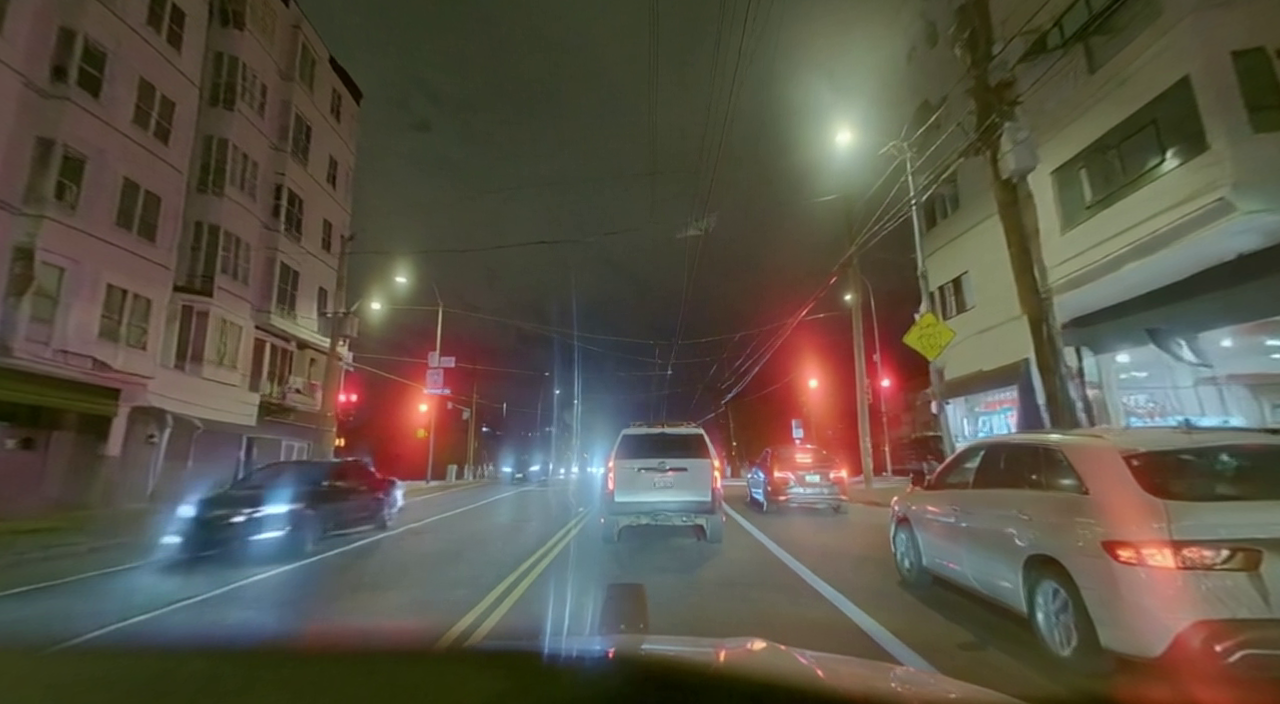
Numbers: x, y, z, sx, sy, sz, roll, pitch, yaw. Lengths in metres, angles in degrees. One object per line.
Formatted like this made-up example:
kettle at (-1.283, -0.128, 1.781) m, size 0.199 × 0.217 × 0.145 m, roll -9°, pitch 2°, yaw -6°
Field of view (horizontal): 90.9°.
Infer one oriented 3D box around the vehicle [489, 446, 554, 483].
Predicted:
vehicle at (-5.374, 5.167, 29.204) m, size 2.014 × 1.538 × 4.275 m, roll -1°, pitch -8°, yaw 2°

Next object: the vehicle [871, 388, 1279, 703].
vehicle at (3.382, 1.226, 4.571) m, size 1.906 × 1.578 × 4.020 m, roll 0°, pitch -8°, yaw 1°

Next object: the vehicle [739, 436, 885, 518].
vehicle at (3.437, 2.578, 13.521) m, size 1.970 × 1.452 × 4.227 m, roll 0°, pitch -8°, yaw 1°

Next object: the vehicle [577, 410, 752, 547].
vehicle at (0.310, 1.917, 10.153) m, size 2.232 × 1.736 × 4.036 m, roll 0°, pitch -8°, yaw 0°

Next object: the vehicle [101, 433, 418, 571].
vehicle at (-5.599, 2.227, 10.270) m, size 2.215 × 1.703 × 4.614 m, roll 0°, pitch -8°, yaw 1°
